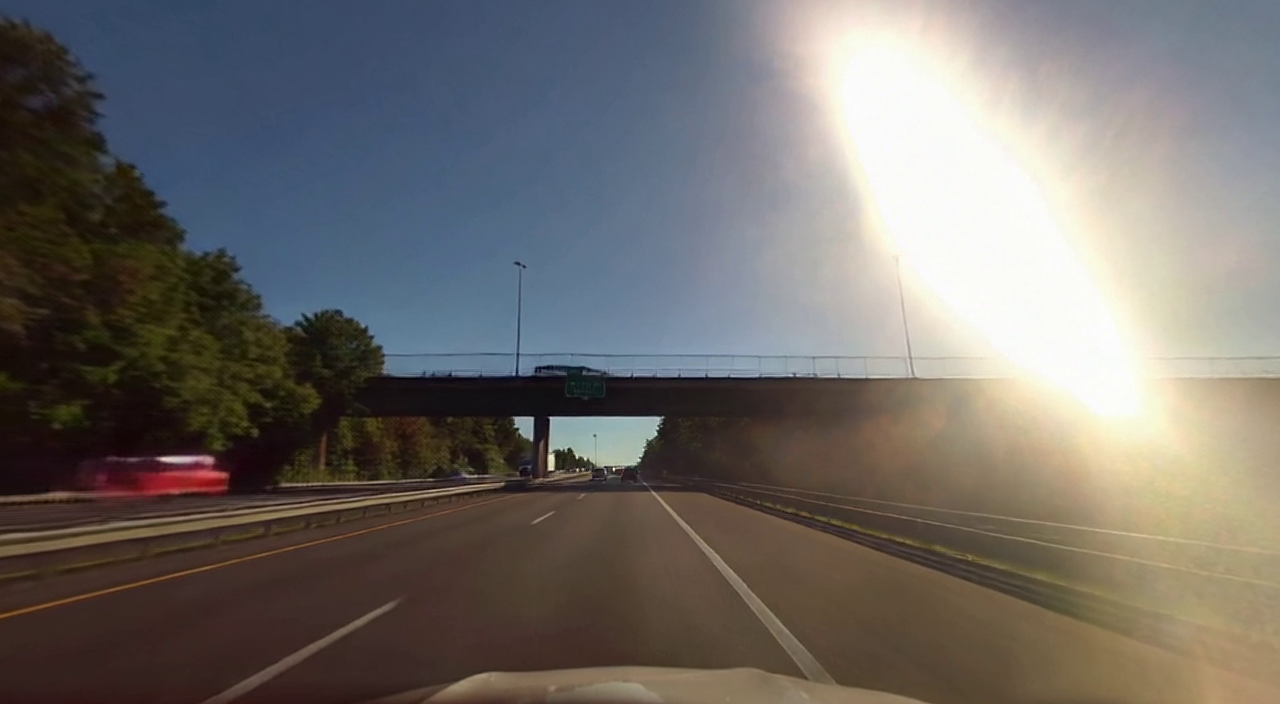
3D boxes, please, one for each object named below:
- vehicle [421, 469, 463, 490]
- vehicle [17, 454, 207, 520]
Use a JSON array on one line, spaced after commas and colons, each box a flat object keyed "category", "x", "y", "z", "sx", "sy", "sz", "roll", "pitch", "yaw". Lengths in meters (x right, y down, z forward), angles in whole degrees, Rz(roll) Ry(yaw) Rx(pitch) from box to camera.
[{"category": "vehicle", "x": -15.124, "y": 9.757, "z": 48.355, "sx": 1.833, "sy": 1.469, "sz": 3.648, "roll": 0, "pitch": -11, "yaw": 2}, {"category": "vehicle", "x": -17.218, "y": 4.418, "z": 20.996, "sx": 2.039, "sy": 1.876, "sz": 4.852, "roll": 1, "pitch": -11, "yaw": 0}]
